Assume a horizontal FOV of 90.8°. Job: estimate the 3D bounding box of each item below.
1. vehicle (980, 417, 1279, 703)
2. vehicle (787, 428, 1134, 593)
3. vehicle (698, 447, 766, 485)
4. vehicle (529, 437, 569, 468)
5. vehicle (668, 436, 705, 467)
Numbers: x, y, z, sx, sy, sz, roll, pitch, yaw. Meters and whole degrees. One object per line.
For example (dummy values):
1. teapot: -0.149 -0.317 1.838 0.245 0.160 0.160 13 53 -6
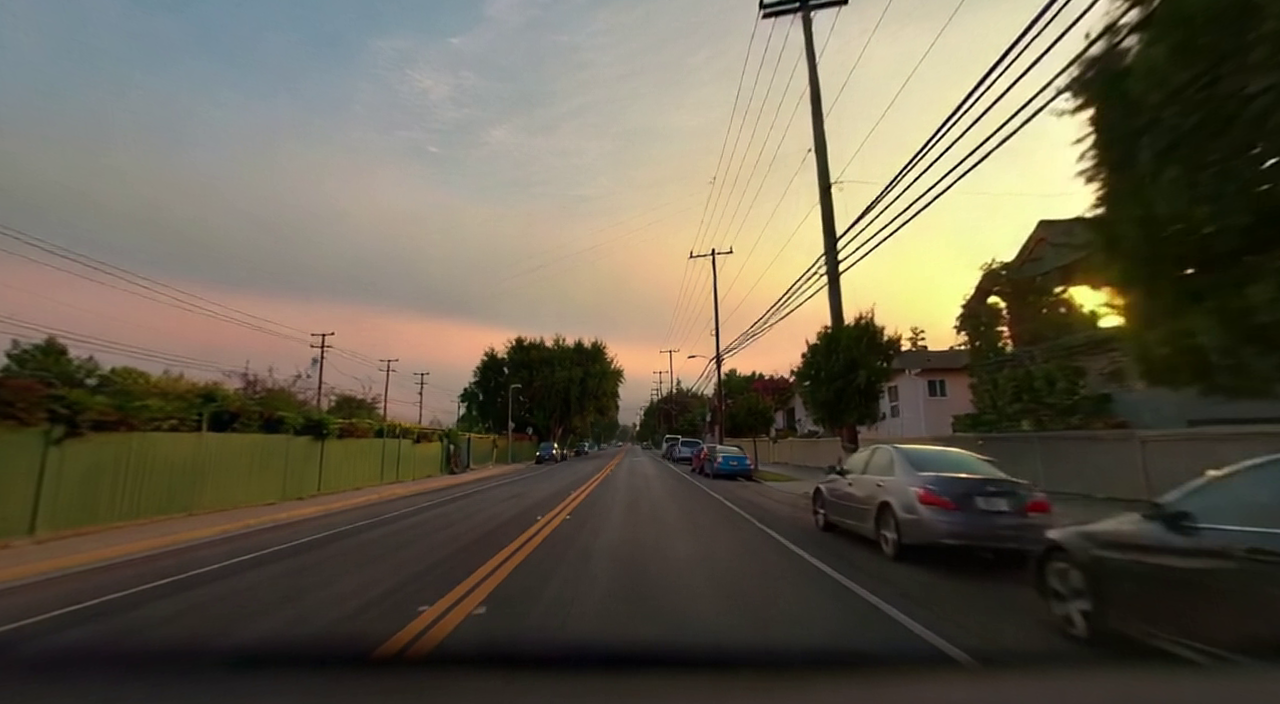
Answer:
1. vehicle: 3.441 0.977 2.412 1.812 1.454 4.395 0 -8 0
2. vehicle: 3.528 1.810 8.230 2.029 1.513 4.577 0 -8 -1
3. vehicle: 3.495 4.414 24.832 1.984 1.342 4.066 0 -8 -1
4. vehicle: -6.830 7.552 47.971 2.268 2.154 5.321 0 -8 0
5. vehicle: 3.152 6.898 43.851 2.053 2.005 5.495 0 -8 -1
